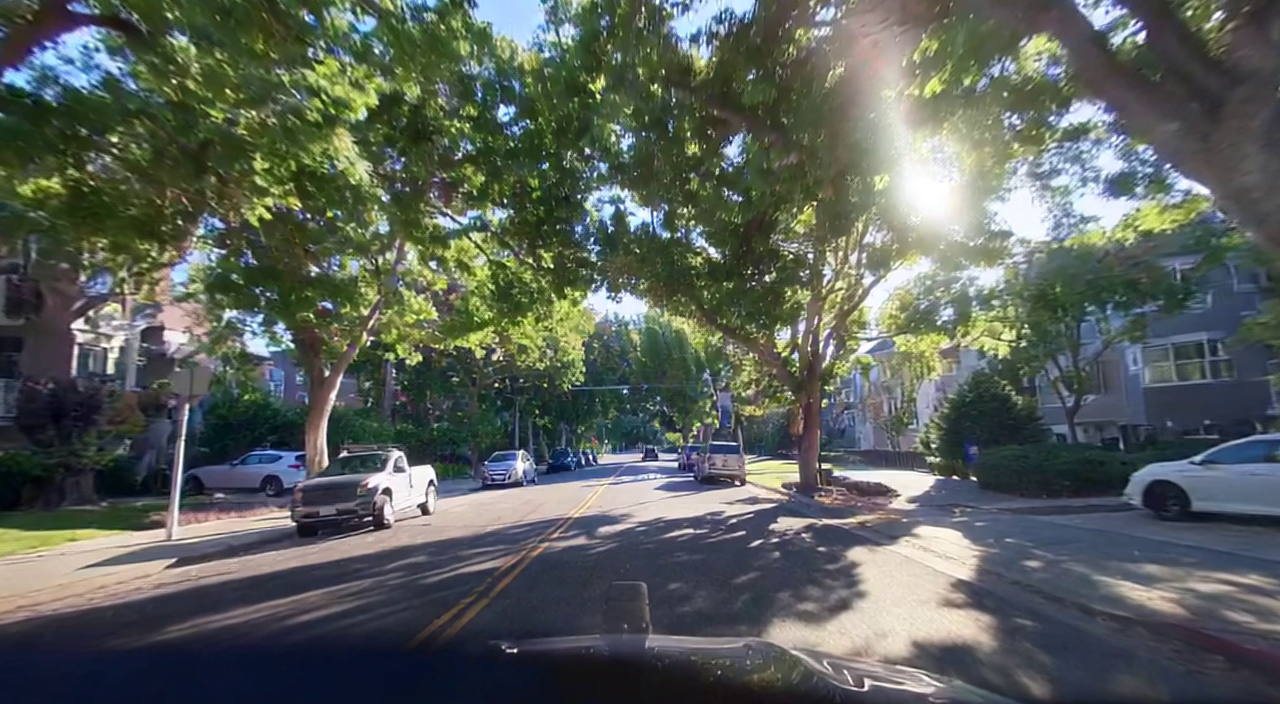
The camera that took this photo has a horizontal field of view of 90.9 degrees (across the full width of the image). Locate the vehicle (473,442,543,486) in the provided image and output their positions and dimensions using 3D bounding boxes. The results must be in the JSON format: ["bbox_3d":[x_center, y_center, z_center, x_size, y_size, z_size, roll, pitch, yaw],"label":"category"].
[{"bbox_3d":[-5.598,4.793,27.366,2.007,1.709,4.502,0,-8,0],"label":"vehicle"}]

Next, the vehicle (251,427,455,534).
[{"bbox_3d":[-5.777,2.633,13.556,2.165,1.758,4.701,-3,-9,1],"label":"vehicle"}]

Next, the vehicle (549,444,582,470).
[{"bbox_3d":[-5.177,7.311,44.156,1.955,1.659,4.324,0,-8,-2],"label":"vehicle"}]

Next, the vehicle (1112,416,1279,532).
[{"bbox_3d":[9.366,1.637,8.518,2.046,1.507,4.665,1,-8,-6],"label":"vehicle"}]

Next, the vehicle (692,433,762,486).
[{"bbox_3d":[3.186,4.043,24.088,2.117,1.807,4.964,0,-8,2],"label":"vehicle"}]
